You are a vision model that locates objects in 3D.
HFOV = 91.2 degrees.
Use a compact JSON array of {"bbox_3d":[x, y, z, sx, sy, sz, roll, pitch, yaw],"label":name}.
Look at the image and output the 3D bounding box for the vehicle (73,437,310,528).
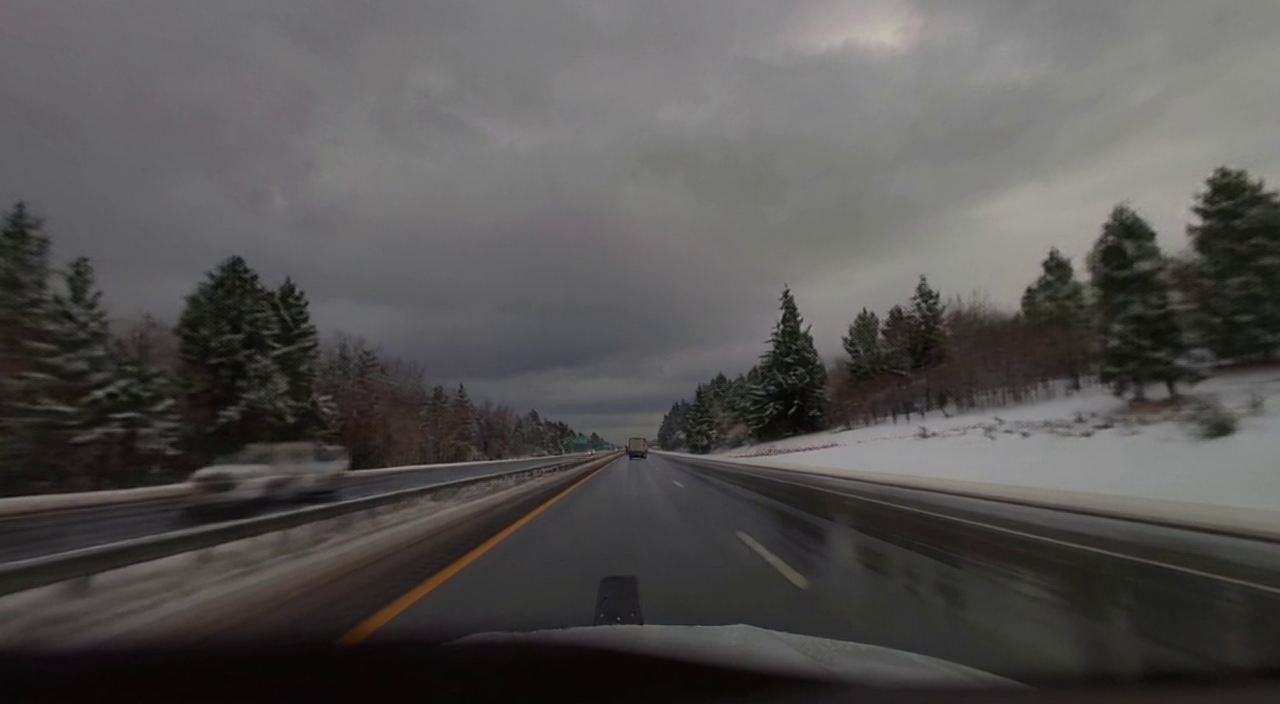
[{"bbox_3d":[-9.477,2.755,13.854,1.934,1.646,4.423,0,-9,0],"label":"vehicle"}]
